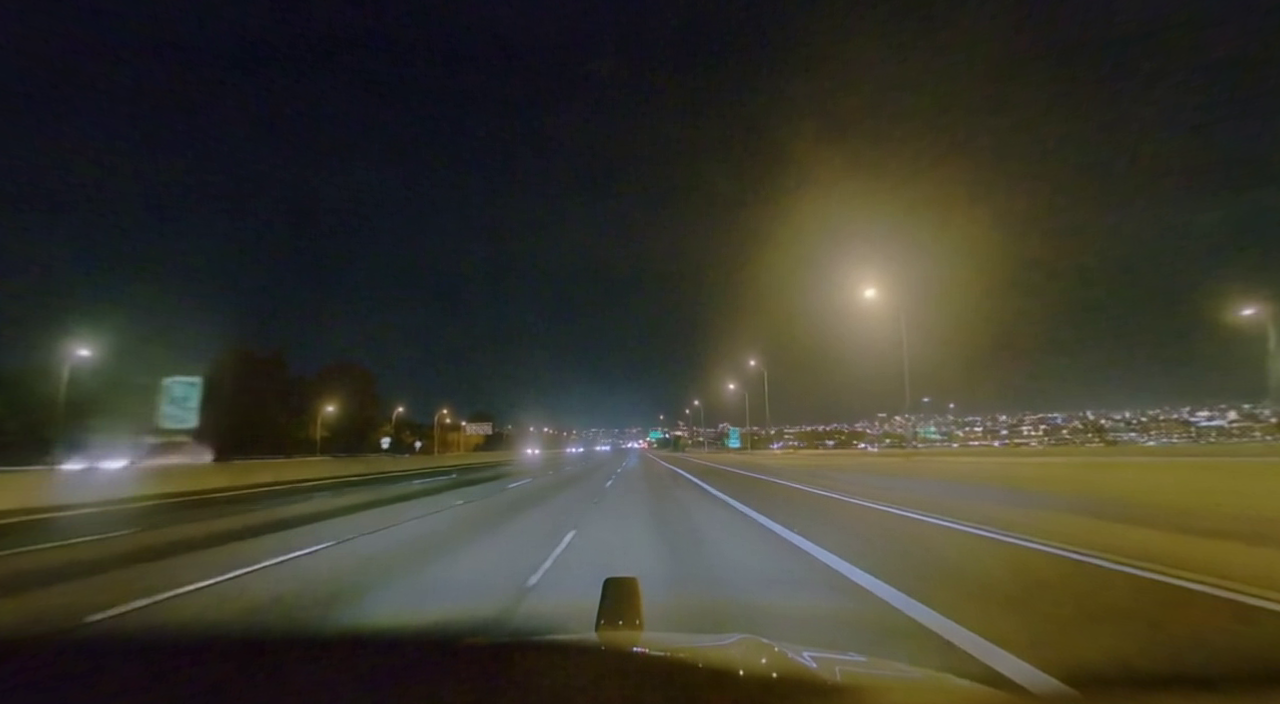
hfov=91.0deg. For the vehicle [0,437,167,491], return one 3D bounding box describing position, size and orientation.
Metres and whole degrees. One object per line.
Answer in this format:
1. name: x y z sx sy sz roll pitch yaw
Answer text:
1. vehicle: -19.535 3.880 22.004 2.049 1.633 5.058 -1 -9 0
